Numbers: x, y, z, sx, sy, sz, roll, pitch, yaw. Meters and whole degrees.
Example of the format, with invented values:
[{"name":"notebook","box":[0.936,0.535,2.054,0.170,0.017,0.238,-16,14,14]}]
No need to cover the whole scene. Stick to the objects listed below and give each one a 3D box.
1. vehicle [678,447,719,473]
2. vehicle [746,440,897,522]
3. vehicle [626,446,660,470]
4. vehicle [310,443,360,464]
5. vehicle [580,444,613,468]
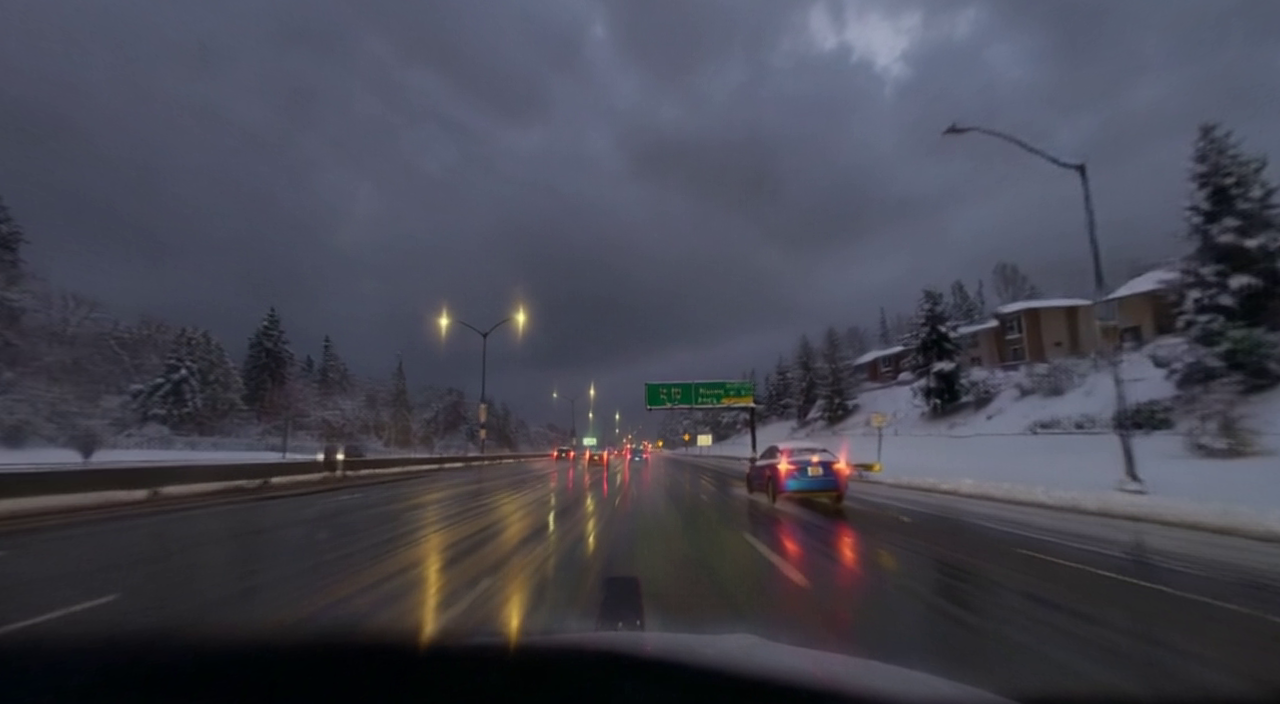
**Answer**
[{"name":"vehicle","box":[3.515,6.549,38.439,2.036,1.517,4.256,0,-9,-1]},{"name":"vehicle","box":[3.816,2.779,14.205,2.077,1.527,4.553,0,-9,0]},{"name":"vehicle","box":[0.182,7.070,42.176,2.166,1.496,4.158,0,-9,0]},{"name":"vehicle","box":[-22.999,7.669,47.608,1.734,1.524,3.833,0,-9,2]},{"name":"vehicle","box":[-3.203,7.731,47.096,2.091,1.664,4.157,0,-9,1]}]
